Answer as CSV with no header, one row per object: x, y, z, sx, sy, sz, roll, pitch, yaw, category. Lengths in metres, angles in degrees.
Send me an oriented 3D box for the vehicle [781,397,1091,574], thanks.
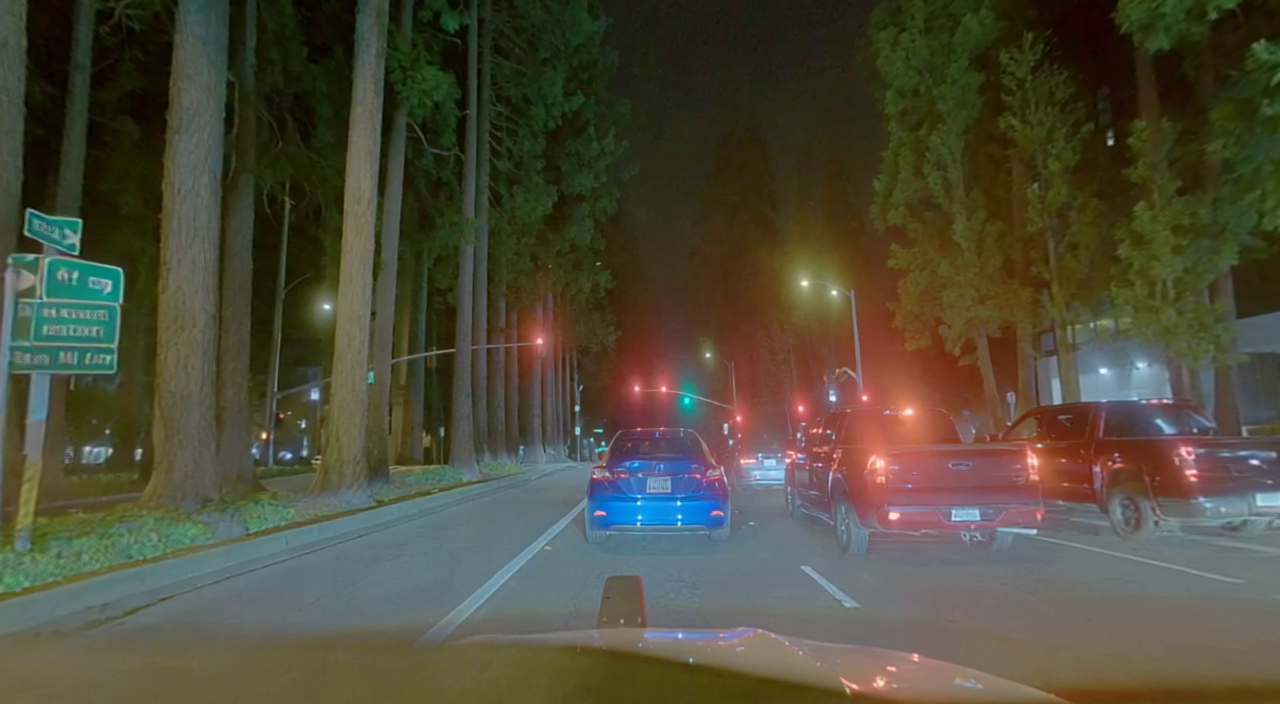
3.392,1.628,8.400,2.099,1.725,4.290,0,-8,1,vehicle

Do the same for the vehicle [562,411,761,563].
0.242,1.776,8.966,2.168,1.641,4.039,0,-8,0,vehicle
